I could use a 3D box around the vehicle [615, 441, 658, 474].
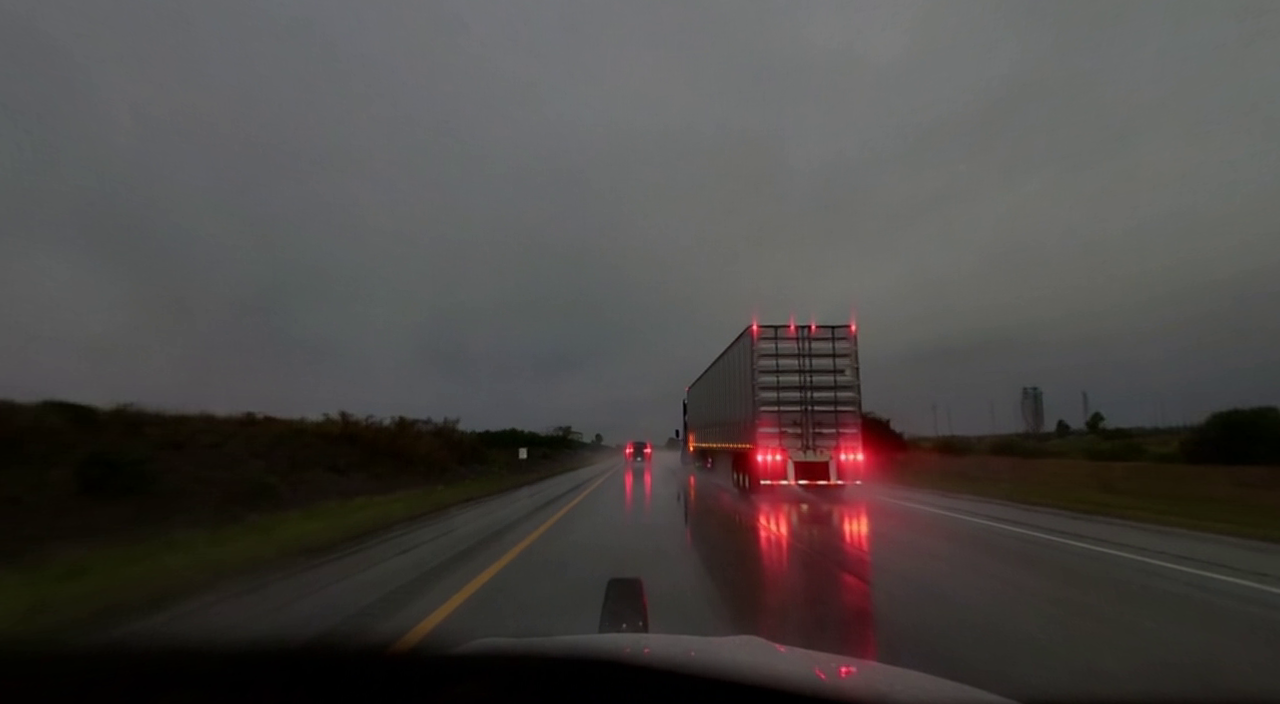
[{"bbox_3d":[-0.157,5.179,31.161,1.968,1.515,4.025,0,-8,0],"label":"vehicle"}]

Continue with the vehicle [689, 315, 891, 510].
[{"bbox_3d":[3.763,2.419,21.379,2.929,4.158,15.921,0,-8,0],"label":"vehicle"}]
